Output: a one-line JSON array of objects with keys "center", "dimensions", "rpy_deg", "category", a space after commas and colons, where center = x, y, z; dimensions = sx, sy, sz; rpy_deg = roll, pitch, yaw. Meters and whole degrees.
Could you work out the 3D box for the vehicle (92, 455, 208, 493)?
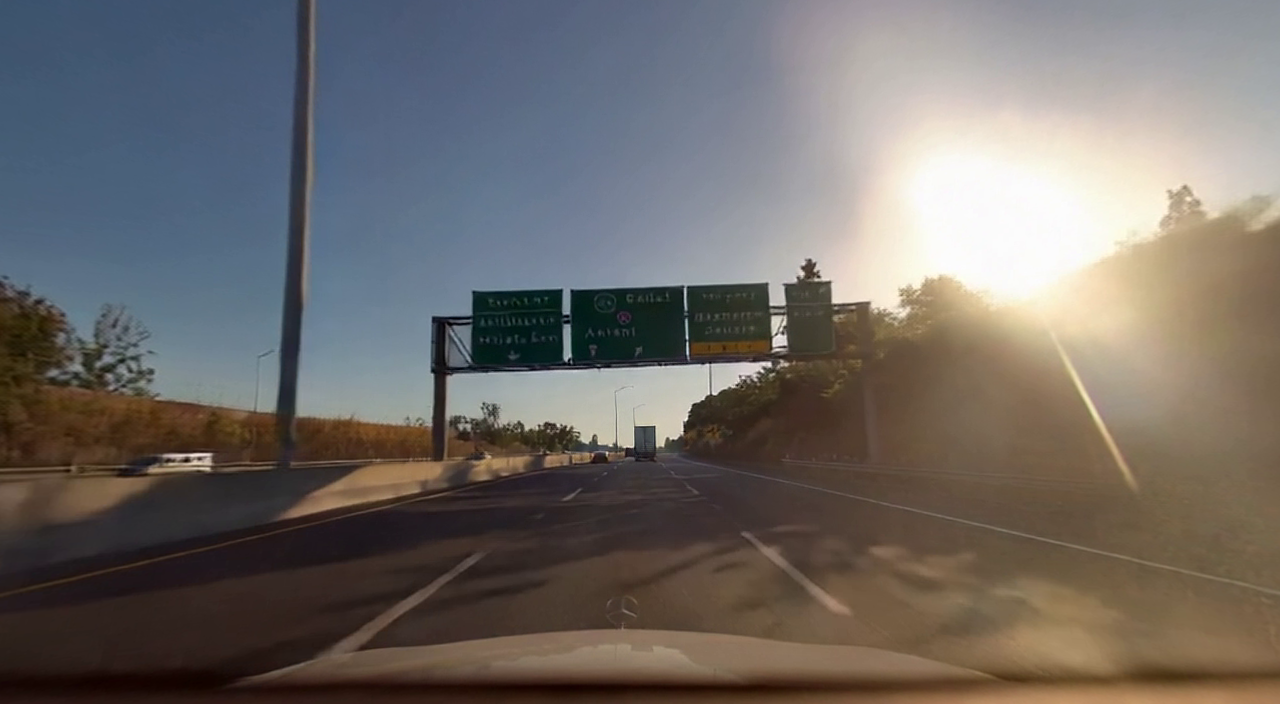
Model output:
[{"center": [-27.000, 6.710, 35.024], "dimensions": [2.092, 1.902, 4.764], "rpy_deg": [-2, -9, 11], "category": "vehicle"}]
